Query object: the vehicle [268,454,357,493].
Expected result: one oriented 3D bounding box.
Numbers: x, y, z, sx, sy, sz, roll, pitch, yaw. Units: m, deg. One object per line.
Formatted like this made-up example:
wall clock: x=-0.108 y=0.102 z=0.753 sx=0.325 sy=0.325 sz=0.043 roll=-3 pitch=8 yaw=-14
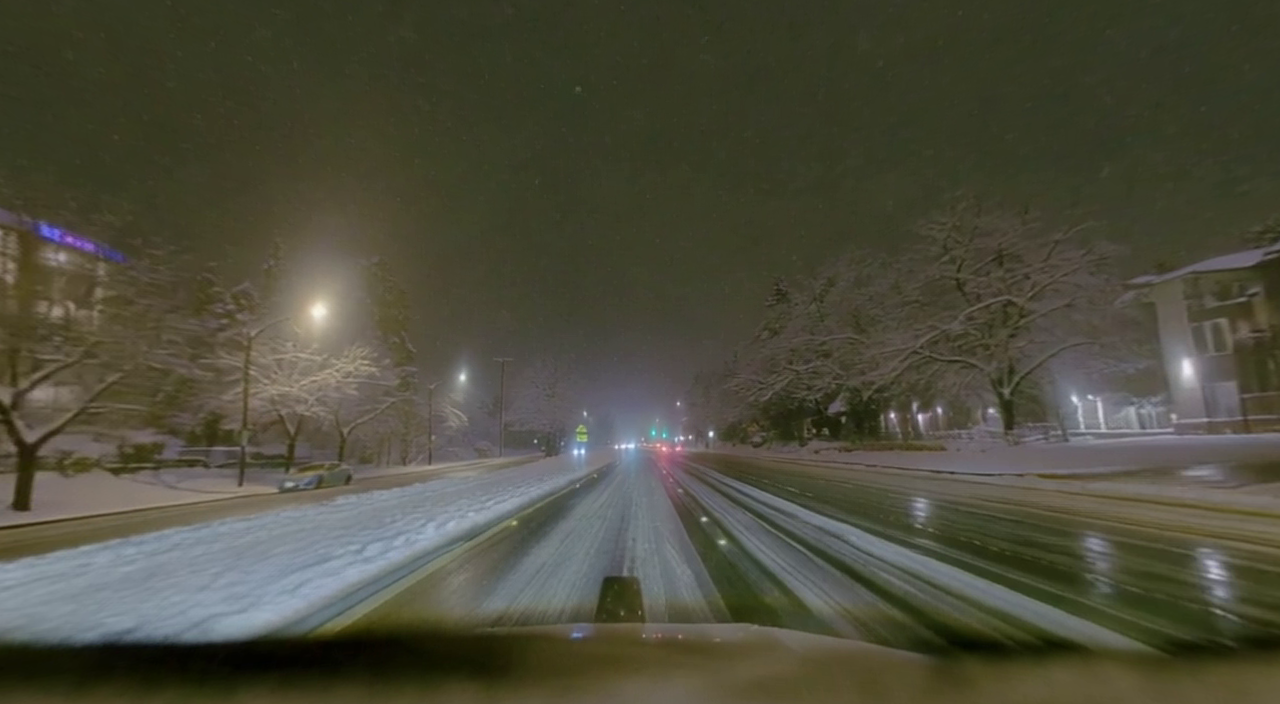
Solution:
vehicle: x=-15.927 y=5.904 z=31.009 sx=1.975 sy=1.629 sz=4.491 roll=0 pitch=-8 yaw=0
